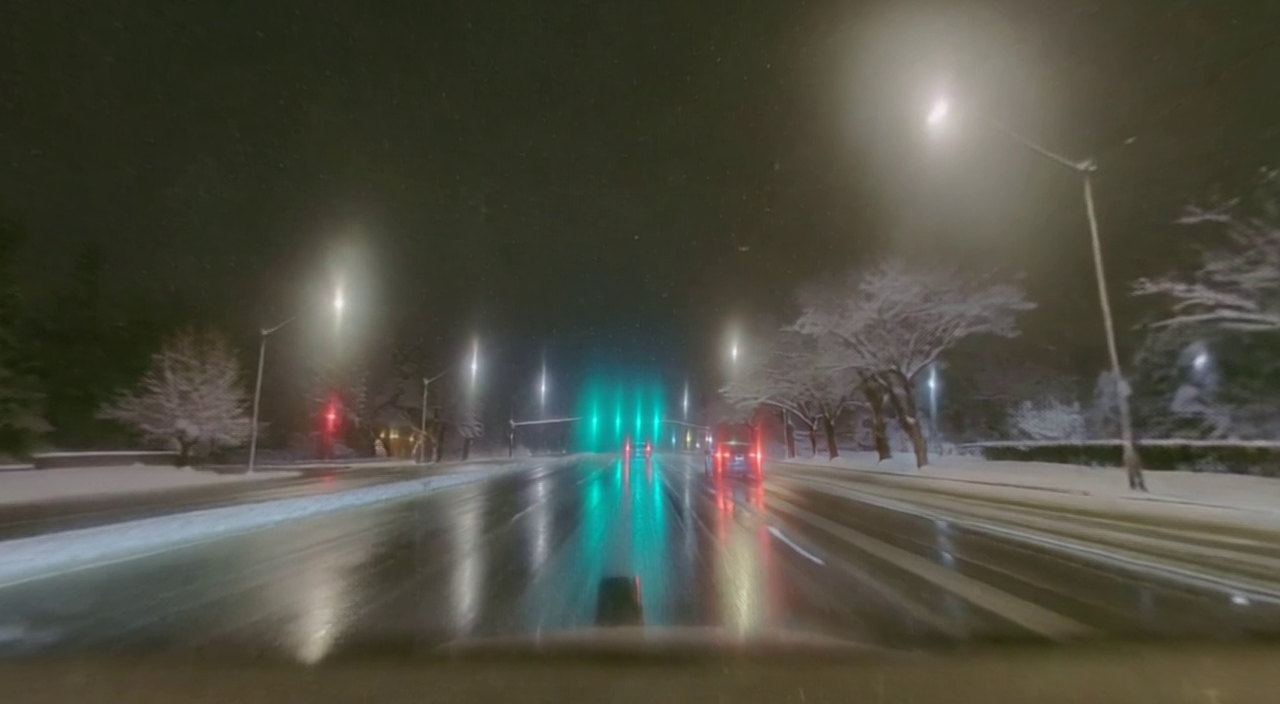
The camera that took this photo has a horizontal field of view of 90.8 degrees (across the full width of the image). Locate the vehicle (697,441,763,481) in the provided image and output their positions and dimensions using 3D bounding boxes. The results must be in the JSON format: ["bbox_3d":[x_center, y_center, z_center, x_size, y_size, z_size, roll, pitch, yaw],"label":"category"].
[{"bbox_3d":[3.638,4.505,26.415,1.948,1.479,4.620,0,-9,-2],"label":"vehicle"}]
